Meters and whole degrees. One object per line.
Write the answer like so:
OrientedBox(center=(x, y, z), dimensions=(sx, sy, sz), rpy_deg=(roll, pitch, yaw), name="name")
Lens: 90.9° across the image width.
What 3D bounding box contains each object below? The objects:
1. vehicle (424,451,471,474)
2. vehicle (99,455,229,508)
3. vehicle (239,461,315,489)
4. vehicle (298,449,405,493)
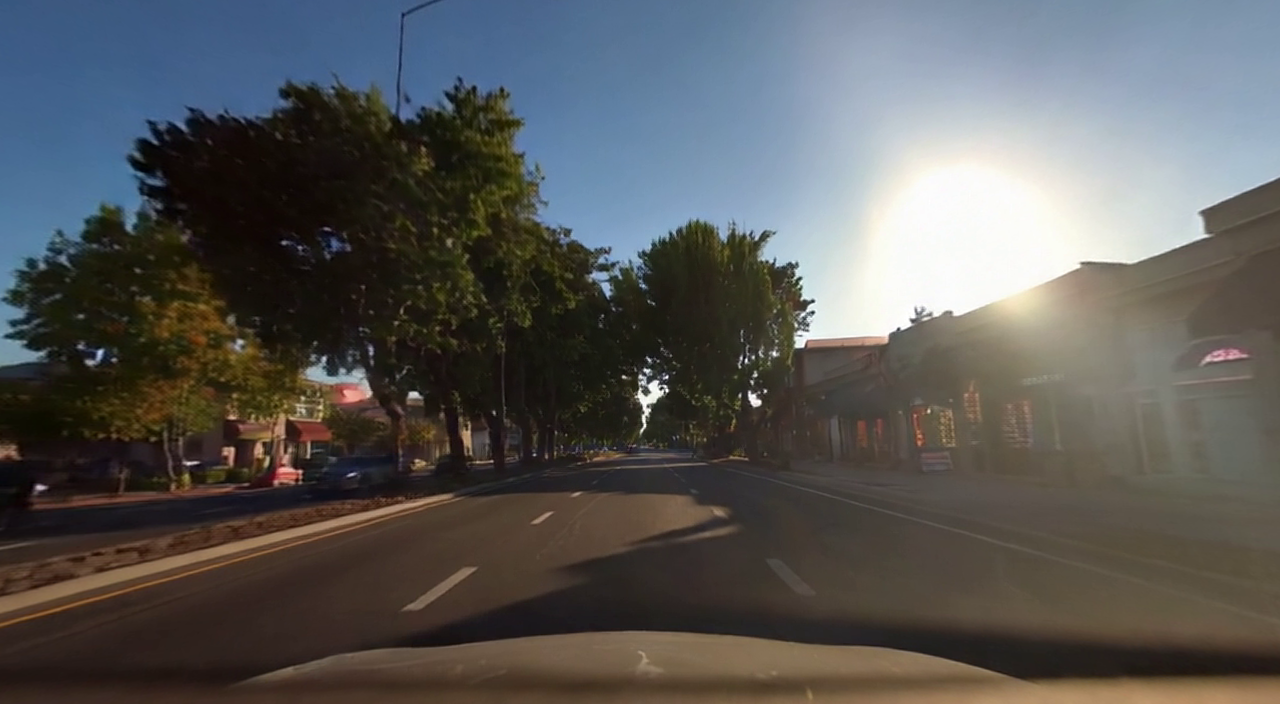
OrientedBox(center=(-14.187, 8.142, 46.664), dimensions=(1.975, 1.499, 4.658), rpy_deg=(-1, -8, 1), name="vehicle")
OrientedBox(center=(-18.175, 4.918, 24.362), dimensions=(1.875, 1.669, 4.064), rpy_deg=(-5, -8, 1), name="vehicle")
OrientedBox(center=(-21.897, 7.418, 38.254), dimensions=(1.866, 1.444, 4.407), rpy_deg=(-1, -8, 2), name="vehicle")
OrientedBox(center=(-11.646, 4.808, 25.876), dimensions=(2.070, 1.500, 4.724), rpy_deg=(-3, -8, 2), name="vehicle")
